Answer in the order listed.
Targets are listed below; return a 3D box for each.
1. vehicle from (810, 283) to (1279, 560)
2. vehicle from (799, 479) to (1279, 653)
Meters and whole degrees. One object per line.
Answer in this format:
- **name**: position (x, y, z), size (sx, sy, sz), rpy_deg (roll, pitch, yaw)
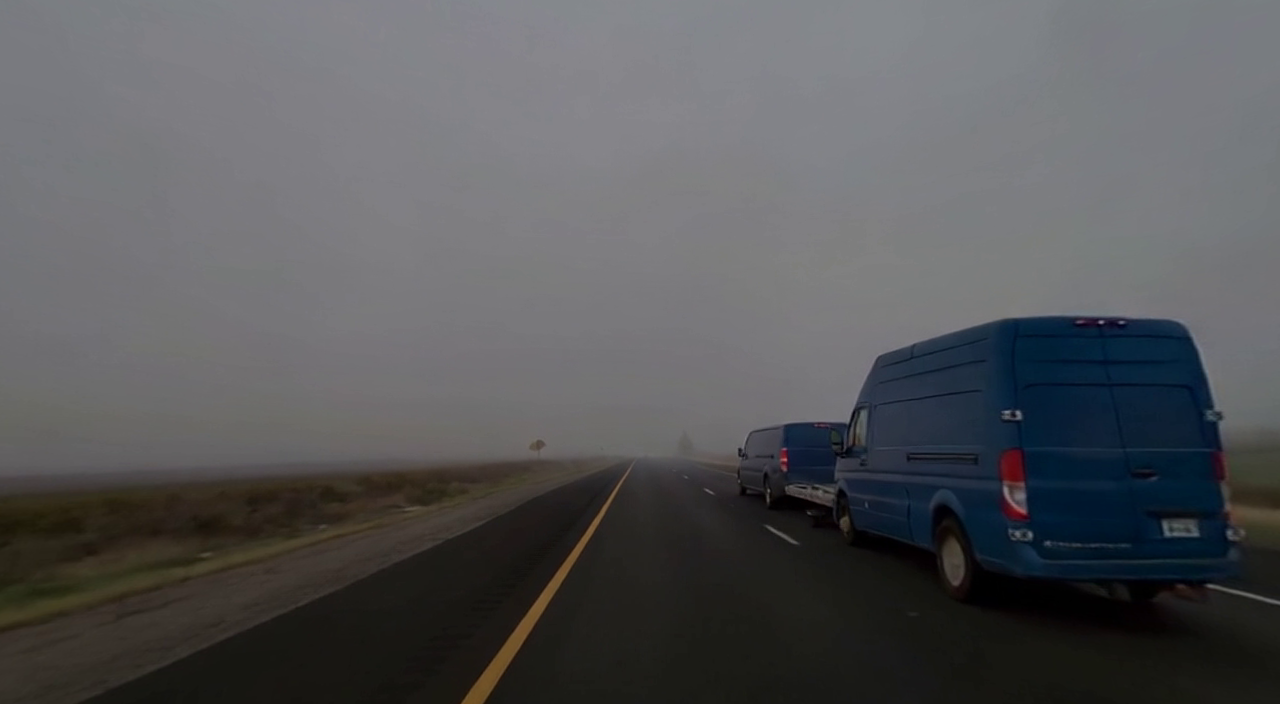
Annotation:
- **vehicle**: position (4.074, 0.896, 7.545), size (2.444, 2.053, 5.616), rpy_deg (-1, -8, 0)
- **vehicle**: position (3.996, 2.093, 7.463), size (2.702, 0.824, 6.391), rpy_deg (0, -9, 1)
